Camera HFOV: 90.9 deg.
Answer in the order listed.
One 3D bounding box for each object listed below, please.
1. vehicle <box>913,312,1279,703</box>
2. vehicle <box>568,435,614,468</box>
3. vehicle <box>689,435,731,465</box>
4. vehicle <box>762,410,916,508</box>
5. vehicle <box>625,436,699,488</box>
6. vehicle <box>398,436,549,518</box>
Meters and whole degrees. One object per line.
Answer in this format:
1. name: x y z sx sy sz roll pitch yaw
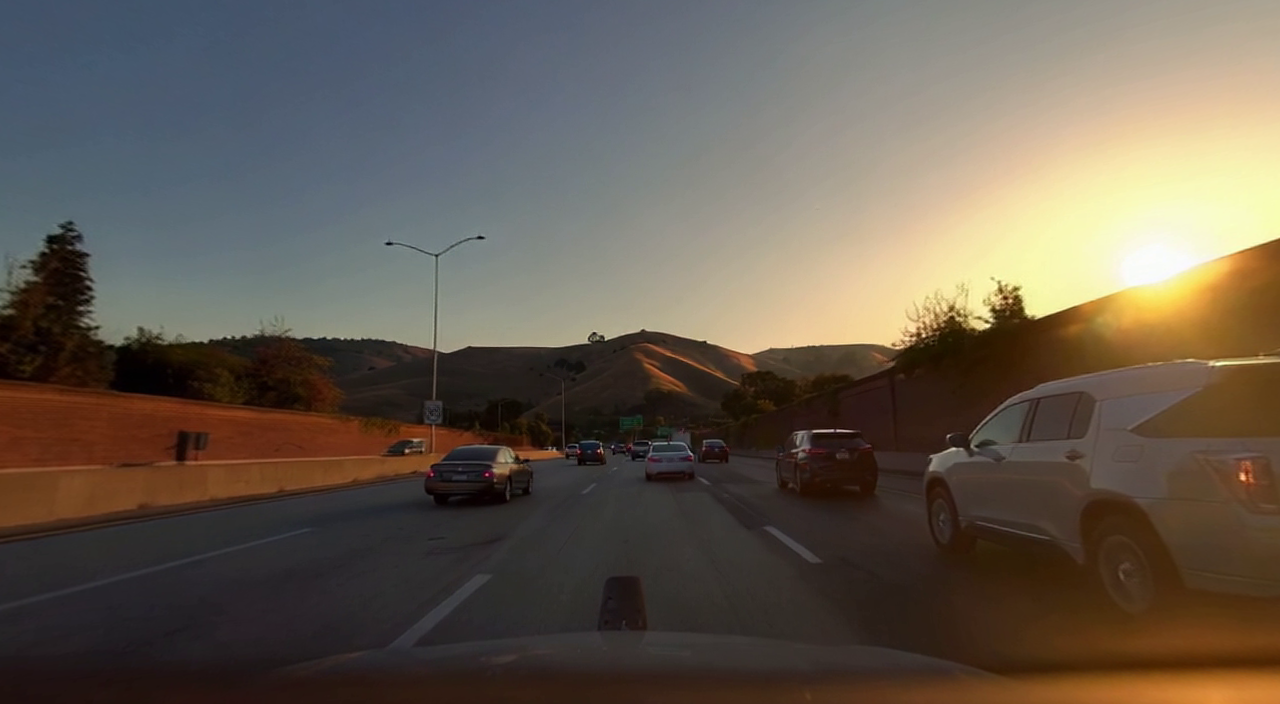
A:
1. vehicle: 3.759 0.961 4.187 1.930 1.831 4.344 0 -8 0
2. vehicle: -2.784 5.761 36.836 2.154 1.793 4.736 0 -8 2
3. vehicle: 3.817 5.440 35.144 1.855 1.513 3.915 0 -8 0
4. vehicle: 4.289 2.400 14.484 1.970 1.872 4.575 0 -8 -1
5. vehicle: 0.620 3.452 20.127 2.105 1.471 3.978 0 -8 0
6. vehicle: -3.293 2.558 13.509 1.961 1.456 4.362 0 -8 1
